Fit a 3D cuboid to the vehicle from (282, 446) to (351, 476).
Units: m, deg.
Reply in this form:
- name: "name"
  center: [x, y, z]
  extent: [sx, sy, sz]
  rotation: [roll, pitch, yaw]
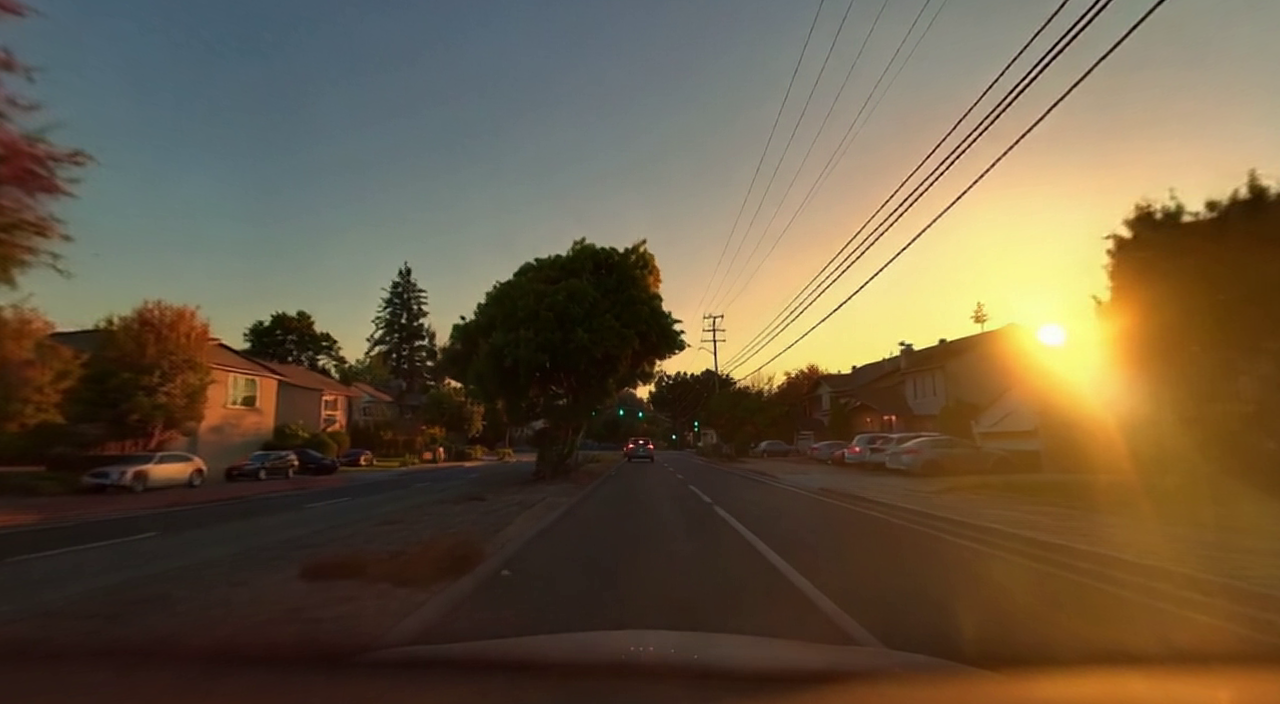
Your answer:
- name: "vehicle"
  center: [-20.282, 6.827, 39.756]
  extent: [1.973, 1.700, 4.475]
  rotation: [0, -8, -1]

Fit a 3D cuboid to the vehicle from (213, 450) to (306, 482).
- name: "vehicle"
  center: [-20.117, 6.024, 33.585]
  extent: [2.050, 1.501, 4.588]
  rotation: [0, -9, 1]

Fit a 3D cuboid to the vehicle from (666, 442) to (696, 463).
- name: "vehicle"
  center: [3.061, 7.590, 47.880]
  extent: [2.002, 1.511, 4.124]
  rotation: [0, -8, -1]

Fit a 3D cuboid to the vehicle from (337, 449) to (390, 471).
- name: "vehicle"
  center: [-20.455, 7.958, 46.814]
  extent: [1.865, 1.506, 4.706]
  rotation: [0, -8, -1]

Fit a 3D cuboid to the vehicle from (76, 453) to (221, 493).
- name: "vehicle"
  center: [-20.414, 5.013, 26.512]
  extent: [2.178, 1.484, 4.726]
  rotation: [0, -9, 2]

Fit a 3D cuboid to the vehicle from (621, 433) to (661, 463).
- name: "vehicle"
  center: [0.030, 7.037, 46.220]
  extent: [2.769, 2.087, 5.130]
  rotation: [0, -8, -1]

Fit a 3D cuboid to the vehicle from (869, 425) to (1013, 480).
- name: "vehicle"
  center: [11.544, 3.884, 24.482]
  extent: [4.305, 1.997, 2.453]
  rotation: [0, -9, -1]
